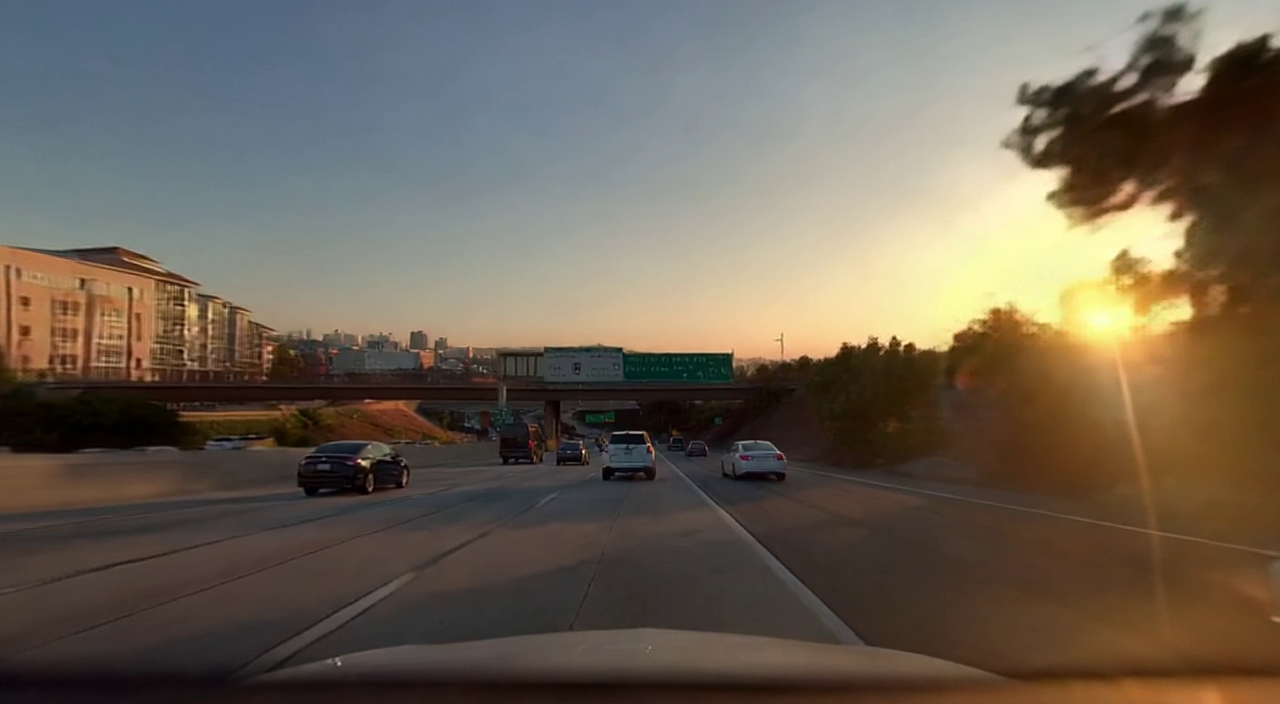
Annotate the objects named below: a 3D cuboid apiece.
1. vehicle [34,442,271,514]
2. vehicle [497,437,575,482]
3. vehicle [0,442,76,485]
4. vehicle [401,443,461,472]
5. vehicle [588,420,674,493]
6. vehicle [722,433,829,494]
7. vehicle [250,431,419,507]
[{"bbox_3d":[-11.204,2.877,15.047,1.970,1.441,4.555,0,-8,1],"label":"vehicle"},{"bbox_3d":[-3.804,4.018,23.892,2.079,1.499,4.512,0,-8,1],"label":"vehicle"},{"bbox_3d":[-25.676,4.453,25.297,1.889,1.629,4.486,0,-8,0],"label":"vehicle"},{"bbox_3d":[-11.435,5.752,34.764,1.923,1.480,3.905,0,-8,0],"label":"vehicle"},{"bbox_3d":[-0.250,3.023,18.599,2.209,1.863,4.626,0,-8,0],"label":"vehicle"},{"bbox_3d":[3.674,3.106,18.015,1.942,1.487,4.518,0,-8,-1],"label":"vehicle"},{"bbox_3d":[-7.438,2.869,15.997,2.021,1.632,4.417,0,-8,1],"label":"vehicle"}]
